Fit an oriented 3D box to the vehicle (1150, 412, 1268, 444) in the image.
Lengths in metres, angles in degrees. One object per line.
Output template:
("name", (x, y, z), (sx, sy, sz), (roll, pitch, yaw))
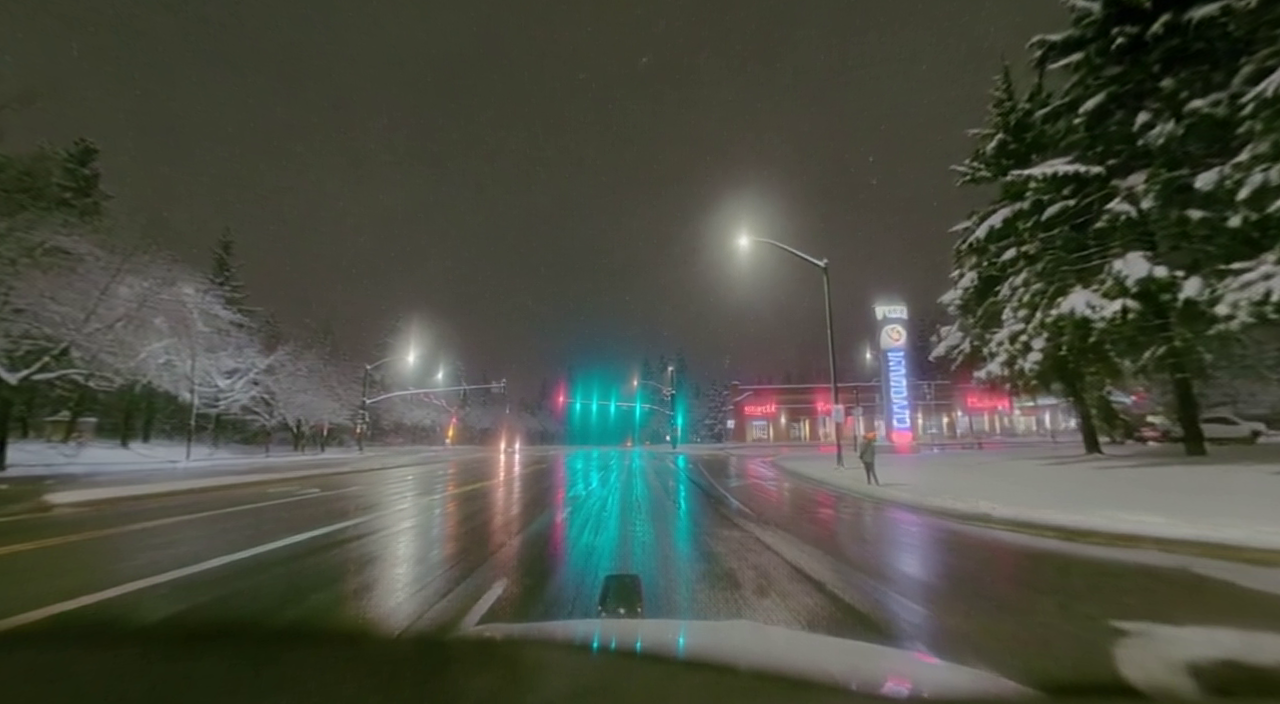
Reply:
("vehicle", (32.474, 4.374, 36.025), (4.763, 1.725, 2.082), (0, -9, -3))
